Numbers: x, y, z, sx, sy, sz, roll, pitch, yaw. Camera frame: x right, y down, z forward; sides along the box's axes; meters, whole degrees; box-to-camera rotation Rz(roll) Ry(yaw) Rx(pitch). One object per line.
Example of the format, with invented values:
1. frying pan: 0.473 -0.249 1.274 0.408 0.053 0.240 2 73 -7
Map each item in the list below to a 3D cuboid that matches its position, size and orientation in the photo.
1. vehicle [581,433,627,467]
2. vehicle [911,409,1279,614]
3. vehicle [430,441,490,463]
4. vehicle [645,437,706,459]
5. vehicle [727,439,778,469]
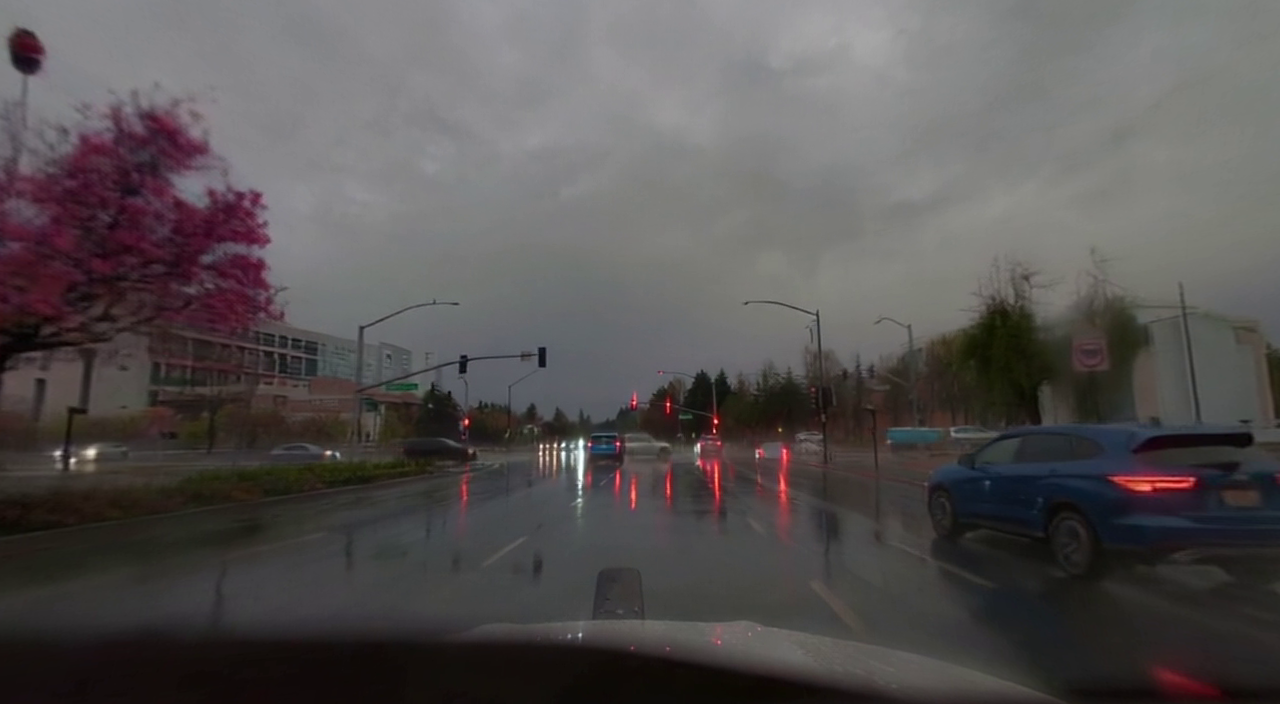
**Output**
1. vehicle: -1.891 5.353 34.501 1.995 1.703 4.367 -1 -9 4
2. vehicle: 4.898 1.513 6.904 2.019 1.518 4.285 0 -9 1
3. vehicle: -13.928 7.776 49.129 4.089 1.588 1.808 -1 -9 2
4. vehicle: 2.664 7.311 48.059 4.520 1.640 1.825 -1 -9 3
5. vehicle: 5.830 5.344 33.292 2.007 1.466 4.291 -1 -9 2
